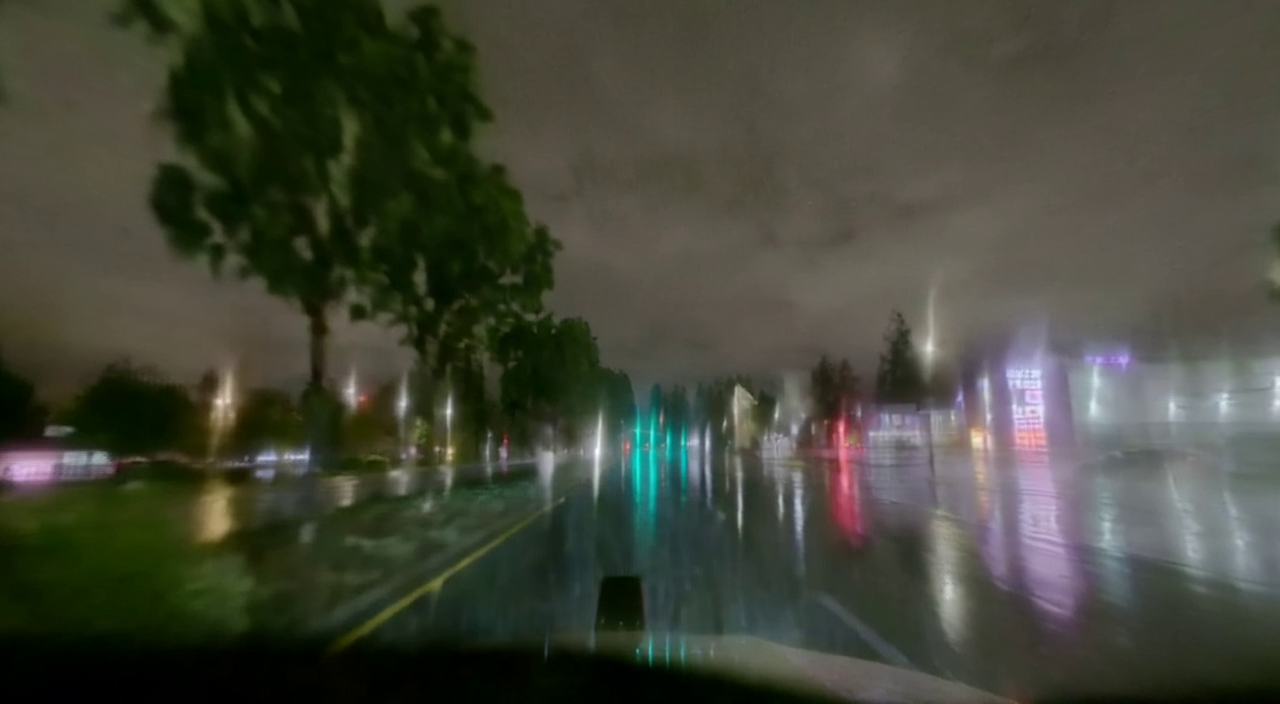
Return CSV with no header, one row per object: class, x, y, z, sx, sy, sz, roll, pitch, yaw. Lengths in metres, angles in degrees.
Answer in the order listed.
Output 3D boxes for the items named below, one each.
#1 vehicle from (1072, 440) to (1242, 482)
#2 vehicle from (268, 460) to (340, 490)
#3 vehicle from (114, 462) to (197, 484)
vehicle,20.291,4.289,24.994,4.762,1.550,2.089,-1,-9,3
vehicle,-19.490,7.106,36.866,1.889,1.497,4.478,-3,-9,-2
vehicle,-36.094,9.018,47.147,4.385,1.485,2.092,0,-9,-1
